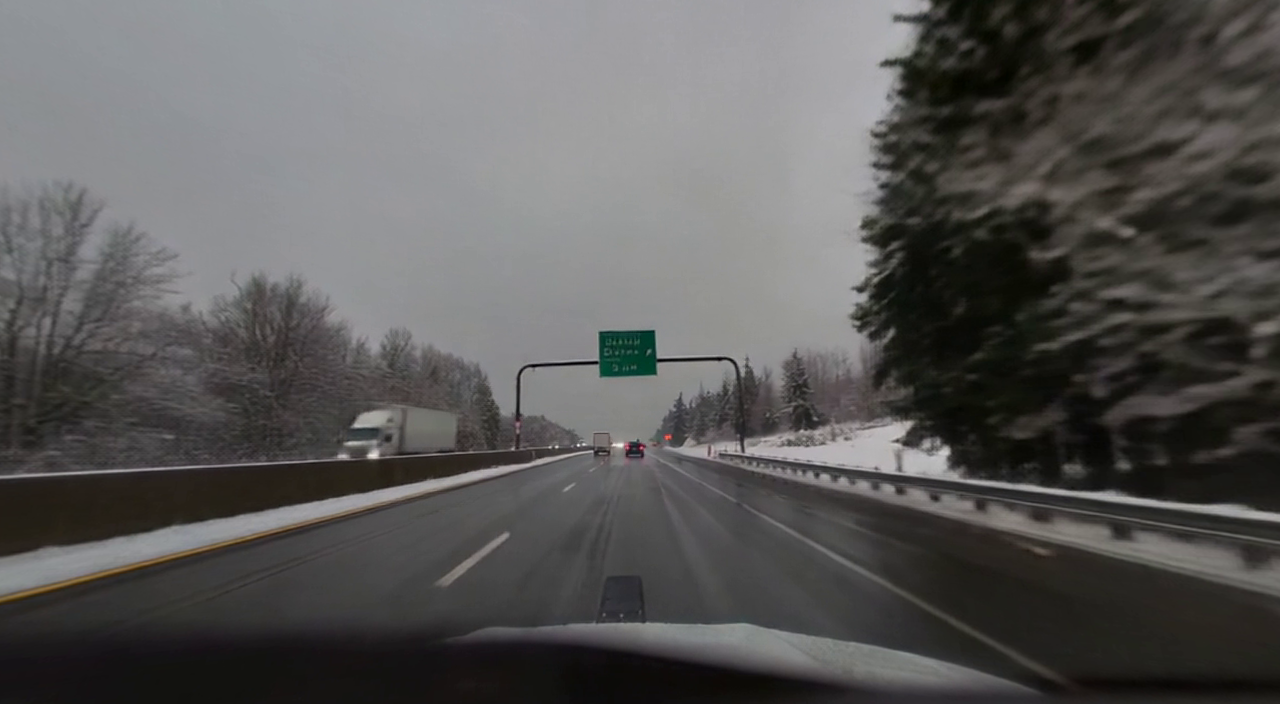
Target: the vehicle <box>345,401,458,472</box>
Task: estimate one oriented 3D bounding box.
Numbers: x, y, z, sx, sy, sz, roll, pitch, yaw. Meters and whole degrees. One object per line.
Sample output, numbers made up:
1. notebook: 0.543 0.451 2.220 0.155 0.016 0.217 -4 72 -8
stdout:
1. vehicle: -14.786 5.485 40.458 2.855 3.907 11.604 0 -8 -1
